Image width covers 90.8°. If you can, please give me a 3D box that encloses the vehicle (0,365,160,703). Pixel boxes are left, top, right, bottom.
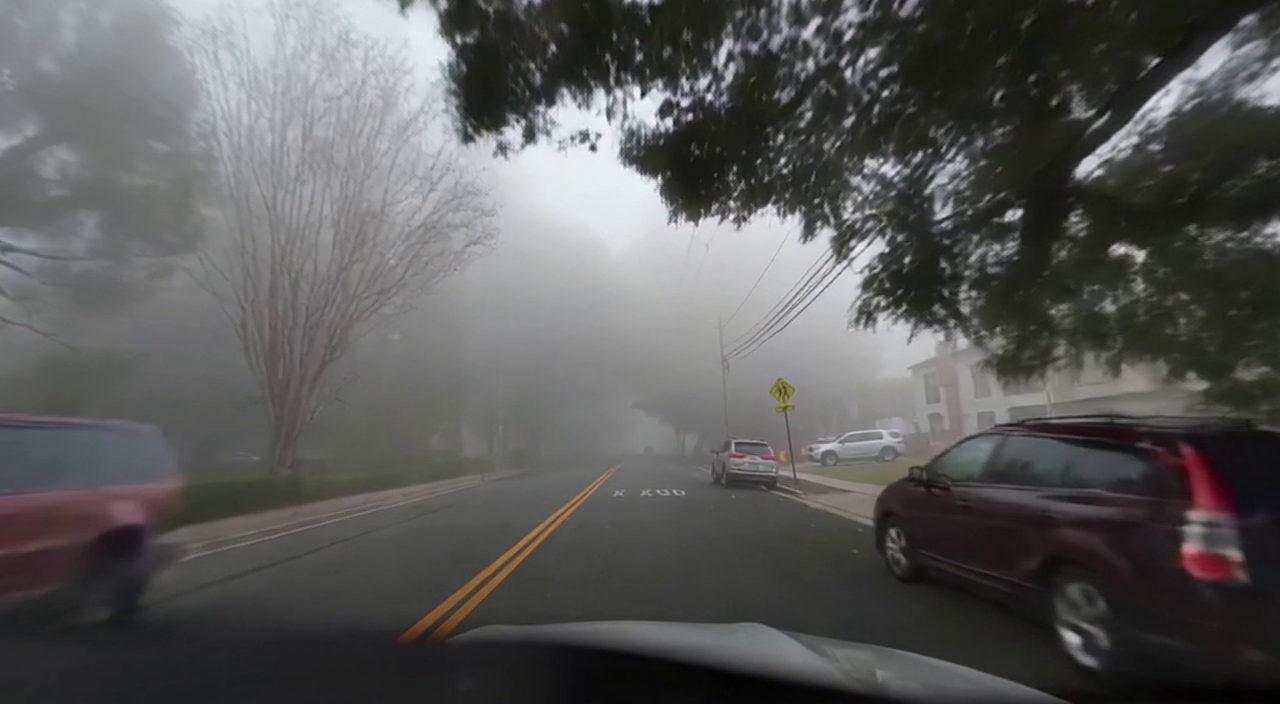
[{"bbox_3d":[-4.572,0.936,2.463,2.074,1.836,4.365,-6,-9,-1],"label":"vehicle"}]

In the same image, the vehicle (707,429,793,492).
[{"bbox_3d":[3.443,3.502,20.682,1.949,1.807,4.224,0,-9,-1],"label":"vehicle"}]

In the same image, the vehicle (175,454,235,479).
[{"bbox_3d":[-29.097,7.597,42.206,4.558,1.495,1.925,-7,-11,38],"label":"vehicle"}]

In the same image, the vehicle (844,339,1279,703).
[{"bbox_3d":[3.494,1.174,4.767,2.125,1.772,4.629,0,-9,-3],"label":"vehicle"}]
